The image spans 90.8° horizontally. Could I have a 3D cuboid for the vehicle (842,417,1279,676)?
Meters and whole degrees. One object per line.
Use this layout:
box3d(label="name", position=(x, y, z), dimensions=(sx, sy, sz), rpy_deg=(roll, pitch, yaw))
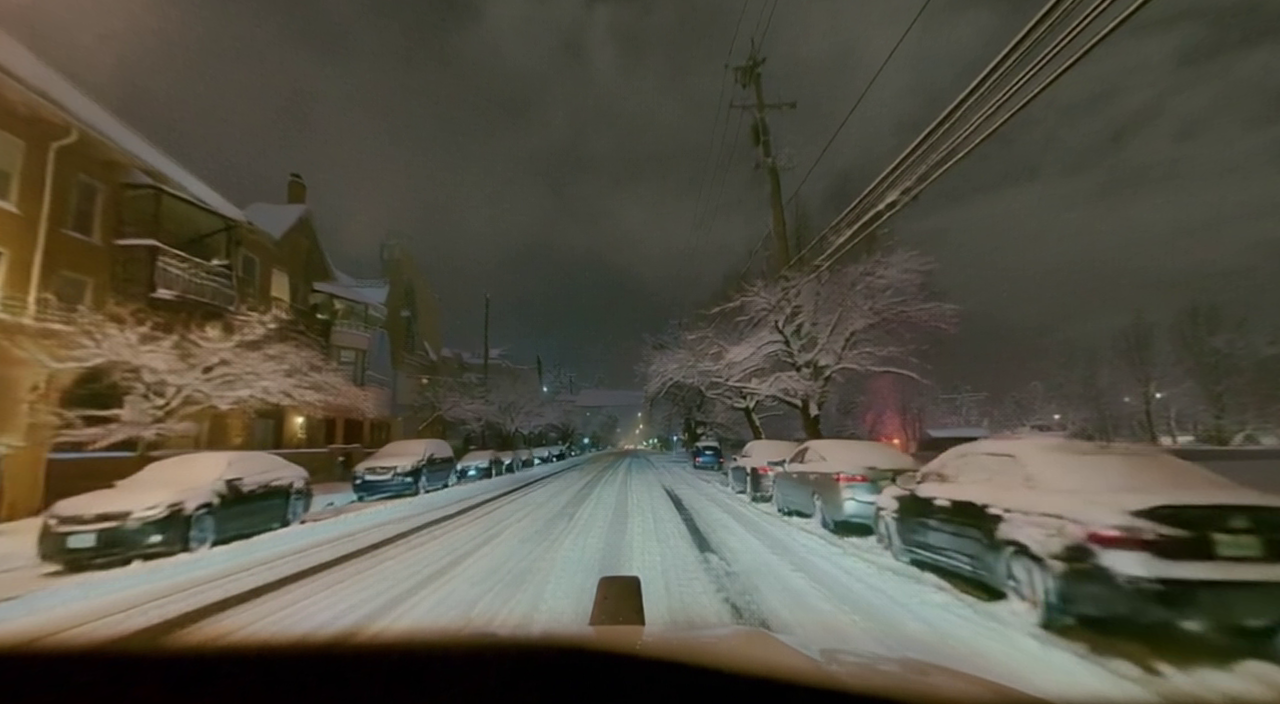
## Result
box3d(label="vehicle", position=(3.848, 1.523, 6.278), dimensions=(2.022, 1.521, 4.933), rpy_deg=(0, -9, 0))

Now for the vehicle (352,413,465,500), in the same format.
box3d(label="vehicle", position=(-7.156, 3.279, 20.061), dimensions=(1.889, 2.463, 4.142), rpy_deg=(0, -9, 1))

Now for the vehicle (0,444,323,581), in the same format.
box3d(label="vehicle", position=(-7.255, 2.366, 10.296), dimensions=(1.894, 1.585, 4.514), rpy_deg=(-3, -8, 0))

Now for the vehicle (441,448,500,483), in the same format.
box3d(label="vehicle", position=(-7.817, 5.259, 29.506), dimensions=(1.873, 1.437, 4.068), rpy_deg=(-1, -8, -4))

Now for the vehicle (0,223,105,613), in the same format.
box3d(label="vehicle", position=(-7.470, 0.306, 3.553), dimensions=(2.901, 3.610, 6.707), rpy_deg=(-3, -9, 1))

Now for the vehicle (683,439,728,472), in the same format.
box3d(label="vehicle", position=(3.553, 5.749, 35.225), dimensions=(2.095, 1.694, 4.592), rpy_deg=(-1, -8, 1))
